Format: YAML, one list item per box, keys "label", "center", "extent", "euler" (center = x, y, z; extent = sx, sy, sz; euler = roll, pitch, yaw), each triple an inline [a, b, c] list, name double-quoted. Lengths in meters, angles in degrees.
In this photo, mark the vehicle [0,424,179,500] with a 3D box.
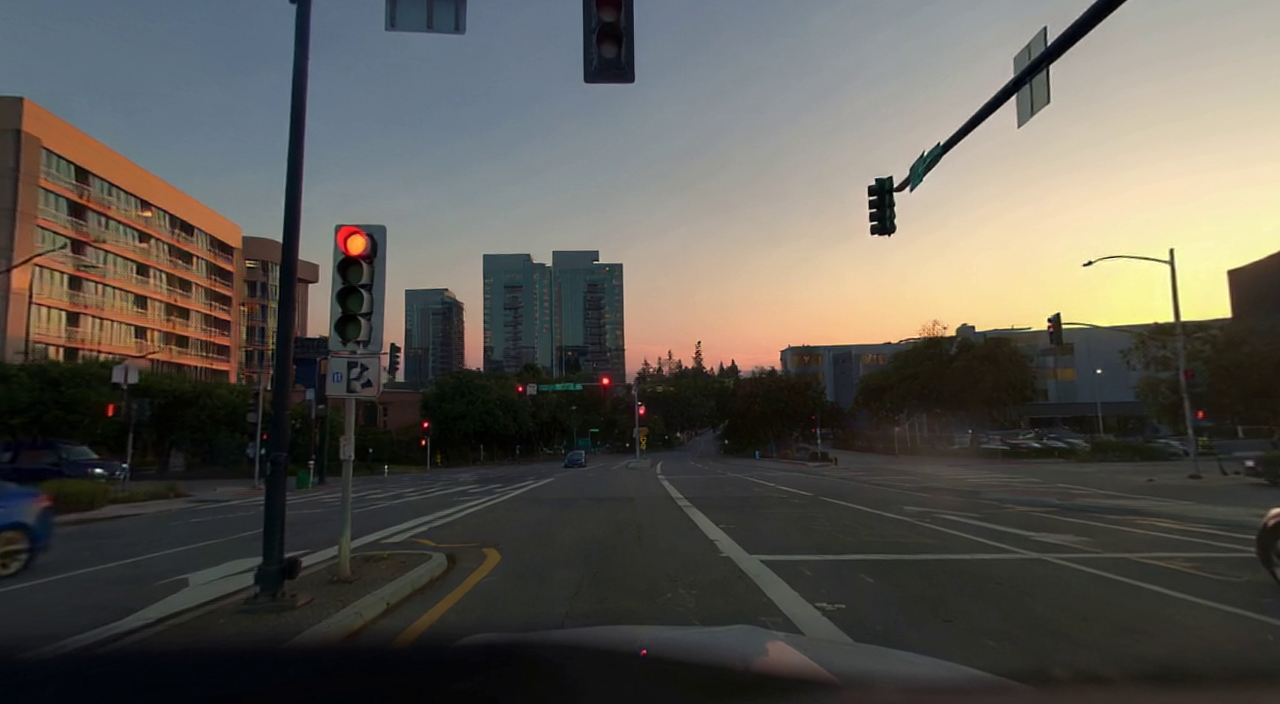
- label: "vehicle"
  center: [-25.000, 4.815, 27.565]
  extent: [7.088, 3.096, 2.678]
  euler: [0, -9, -2]
